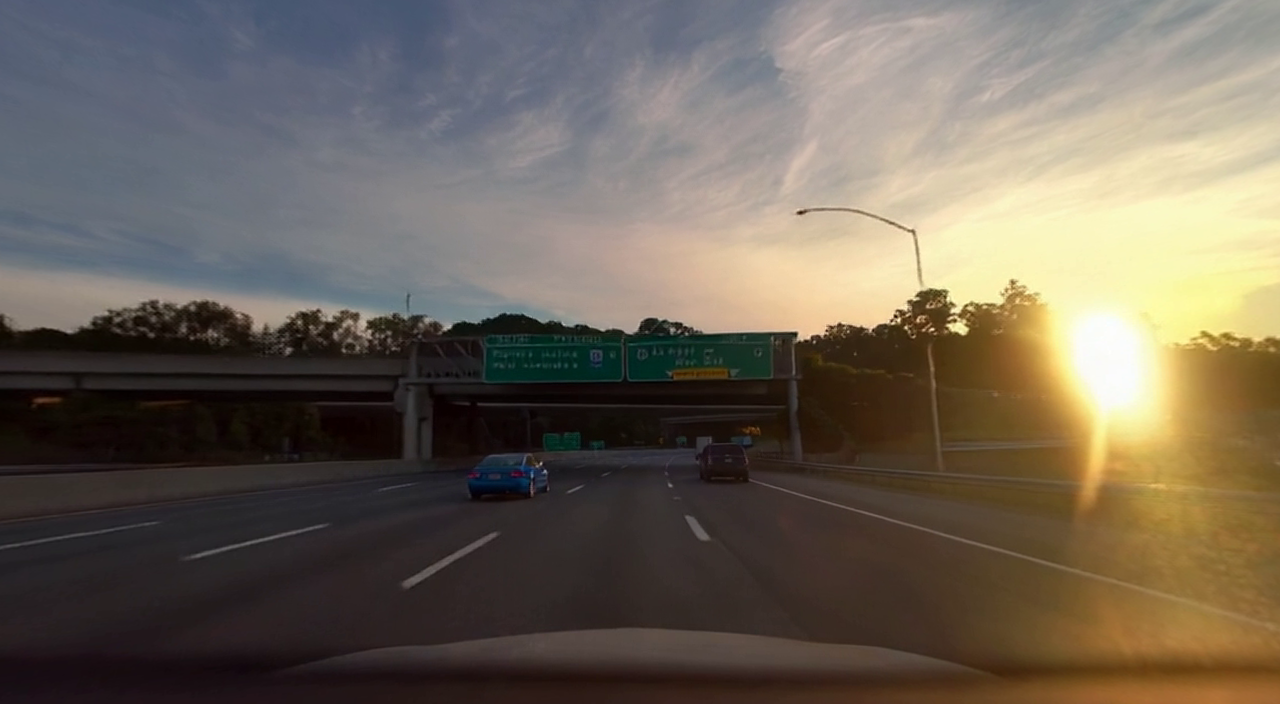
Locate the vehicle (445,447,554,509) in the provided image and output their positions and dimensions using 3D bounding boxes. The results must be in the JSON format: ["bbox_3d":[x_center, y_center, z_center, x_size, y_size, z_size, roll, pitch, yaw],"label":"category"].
[{"bbox_3d":[-3.717,3.405,17.503,1.937,1.490,4.372,0,-9,1],"label":"vehicle"}]

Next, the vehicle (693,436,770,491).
[{"bbox_3d":[3.301,4.132,23.631,2.225,1.833,4.340,0,-9,0],"label":"vehicle"}]
